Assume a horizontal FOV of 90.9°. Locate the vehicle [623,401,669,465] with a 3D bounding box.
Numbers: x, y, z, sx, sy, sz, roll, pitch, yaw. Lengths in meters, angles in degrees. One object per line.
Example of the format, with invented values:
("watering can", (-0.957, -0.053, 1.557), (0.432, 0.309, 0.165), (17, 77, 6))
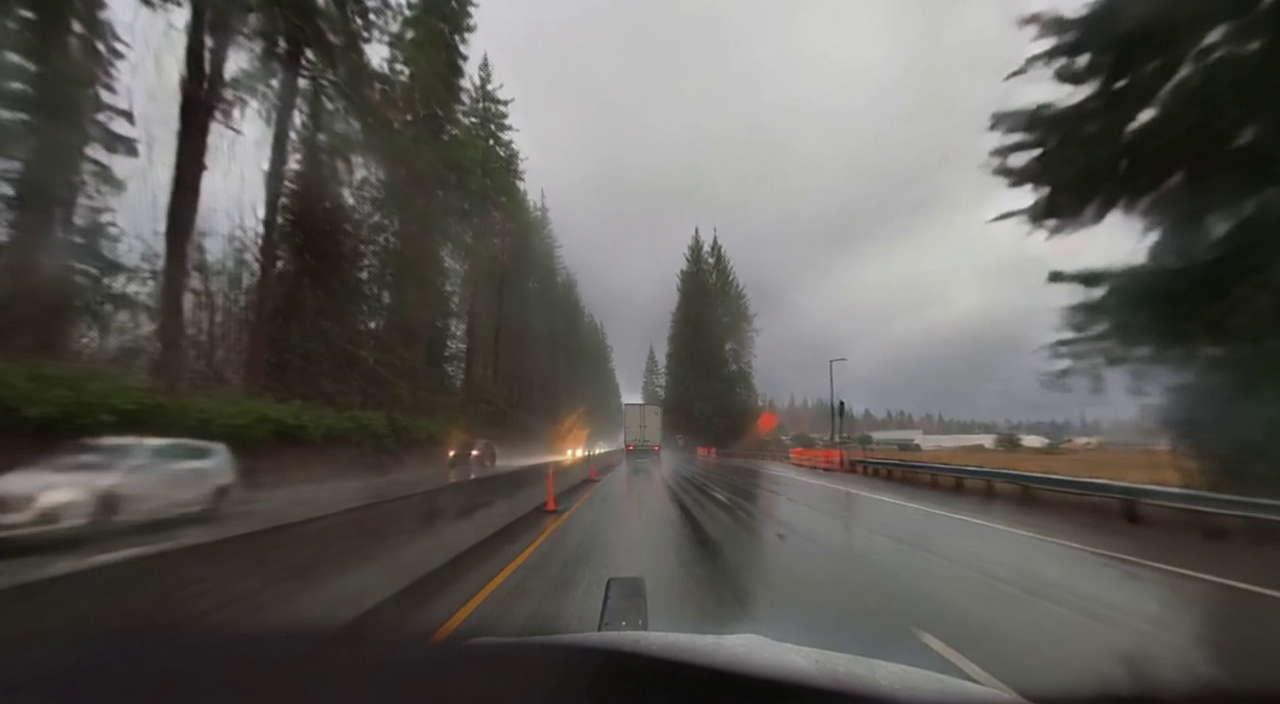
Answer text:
("vehicle", (0.264, 6.000, 46.035), (2.935, 4.068, 11.036), (0, -9, -1))
